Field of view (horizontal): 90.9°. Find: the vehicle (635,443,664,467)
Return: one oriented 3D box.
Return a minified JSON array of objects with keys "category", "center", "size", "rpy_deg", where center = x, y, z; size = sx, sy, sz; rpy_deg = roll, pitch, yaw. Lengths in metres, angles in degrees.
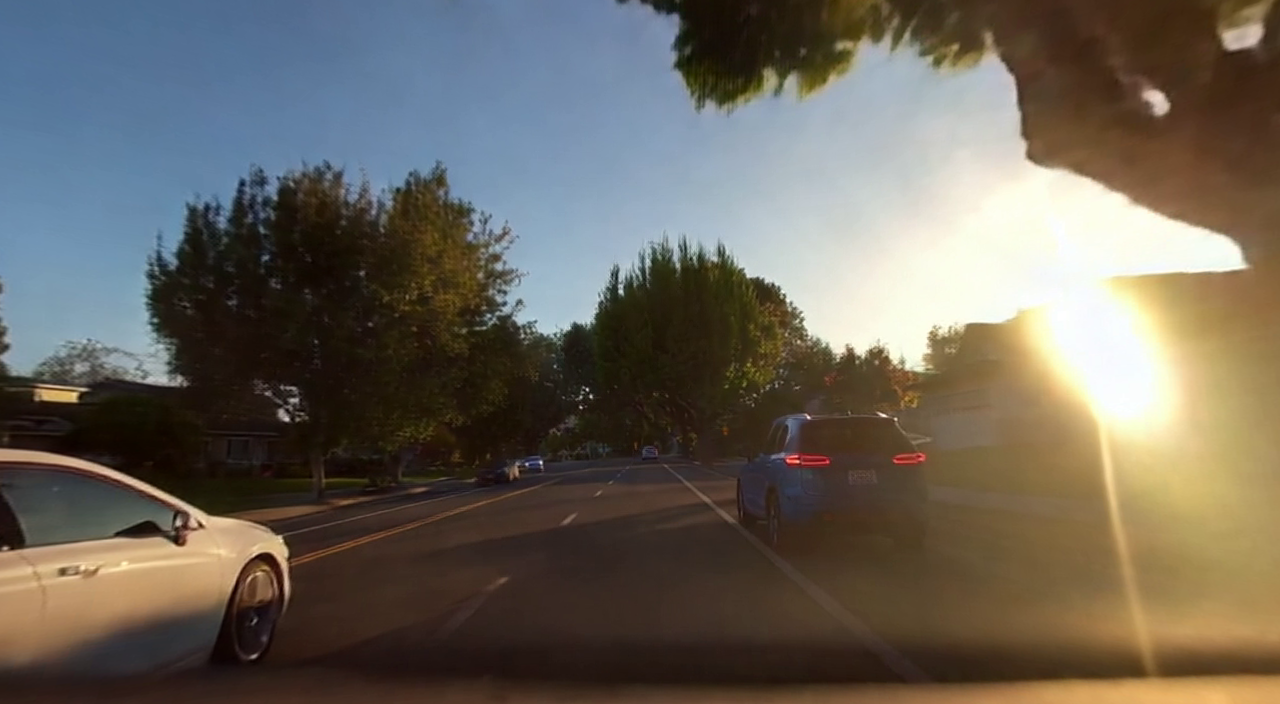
[{"category":"vehicle","center":[0.728,8.130,49.841],"size":[2.138,1.729,4.178],"rpy_deg":[0,-9,1]}]

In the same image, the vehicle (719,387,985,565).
[{"category":"vehicle","center":[2.834,1.870,10.255],"size":[2.338,2.063,5.592],"rpy_deg":[0,-9,0]}]

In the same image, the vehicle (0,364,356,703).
[{"category":"vehicle","center":[-3.194,0.925,2.388],"size":[2.058,1.659,4.514],"rpy_deg":[-1,-9,1]}]

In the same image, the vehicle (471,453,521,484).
[{"category":"vehicle","center":[-8.567,6.948,37.881],"size":[1.970,1.651,4.272],"rpy_deg":[0,-9,0]}]
